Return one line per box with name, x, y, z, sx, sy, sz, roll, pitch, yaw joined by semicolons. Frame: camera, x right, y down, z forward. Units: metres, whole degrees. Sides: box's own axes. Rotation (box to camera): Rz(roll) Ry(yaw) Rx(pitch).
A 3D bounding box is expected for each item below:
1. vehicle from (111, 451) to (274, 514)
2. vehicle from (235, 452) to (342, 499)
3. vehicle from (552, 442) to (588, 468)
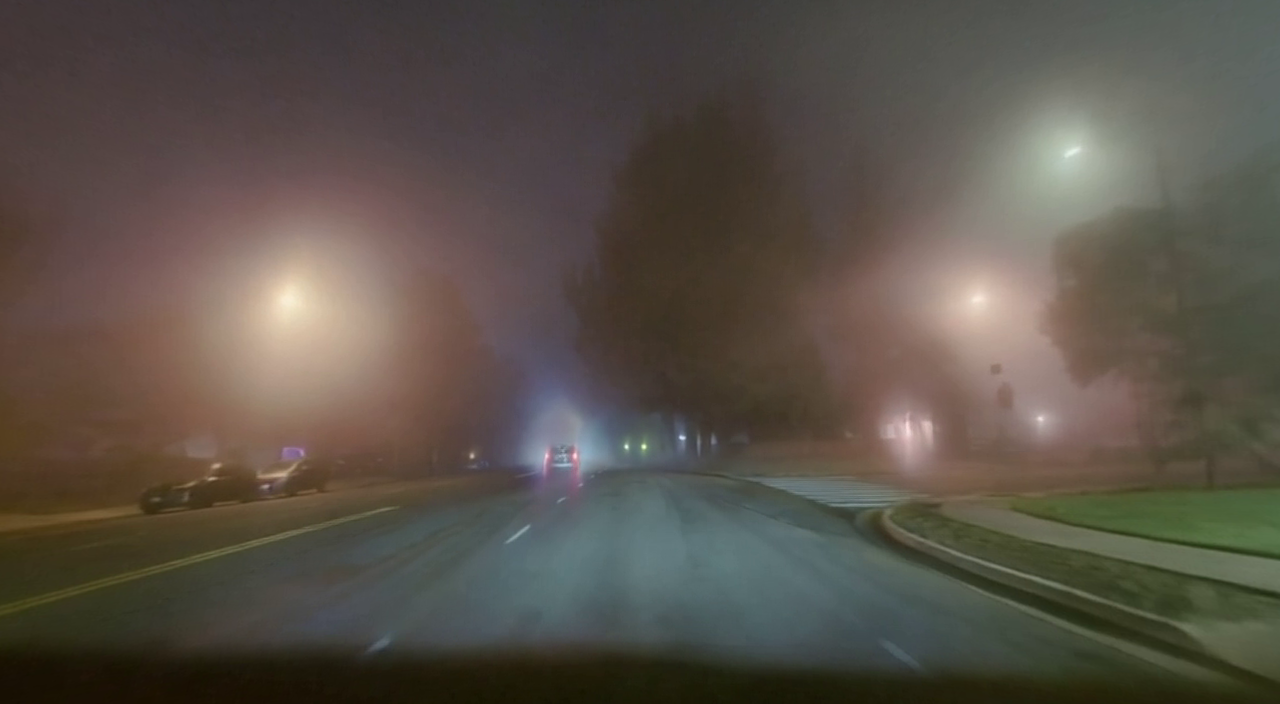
vehicle;-14.368;4.159;20.708;1.966;1.760;4.604;0;-8;-1
vehicle;-14.483;5.052;26.384;1.968;1.727;4.548;0;-8;-2
vehicle;-5.002;7.440;45.783;2.135;1.731;4.232;0;-9;-1
